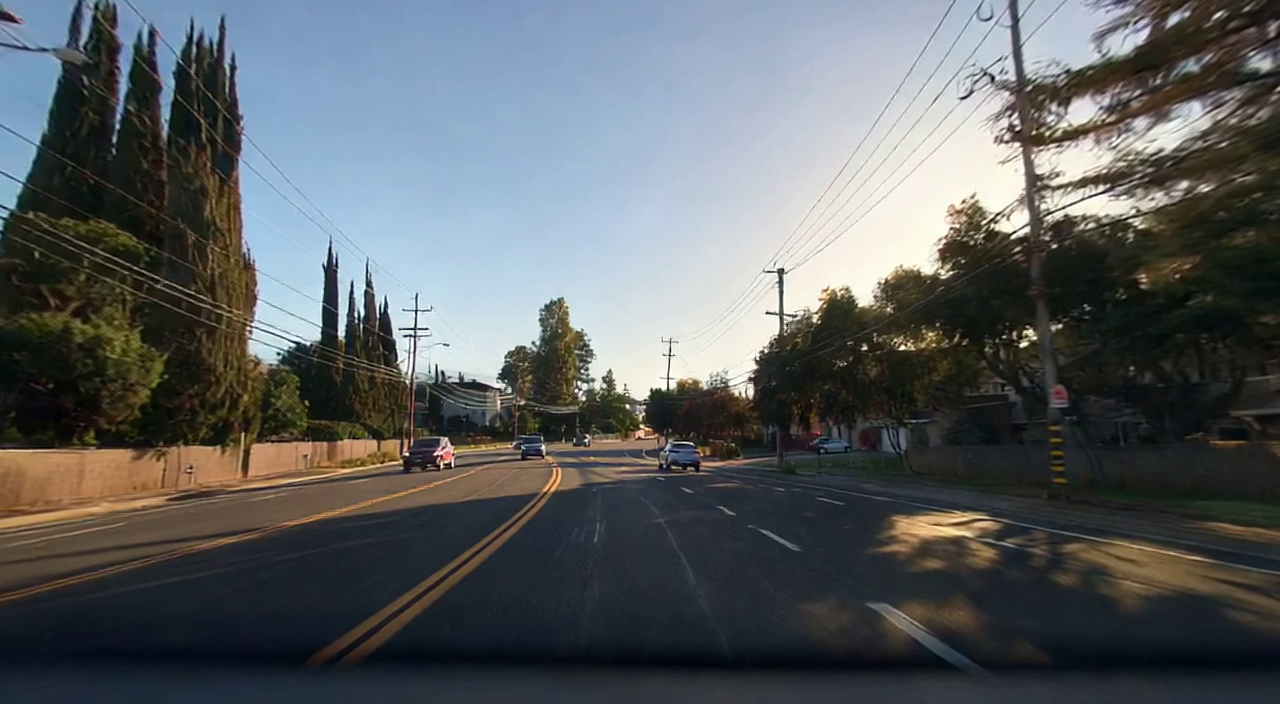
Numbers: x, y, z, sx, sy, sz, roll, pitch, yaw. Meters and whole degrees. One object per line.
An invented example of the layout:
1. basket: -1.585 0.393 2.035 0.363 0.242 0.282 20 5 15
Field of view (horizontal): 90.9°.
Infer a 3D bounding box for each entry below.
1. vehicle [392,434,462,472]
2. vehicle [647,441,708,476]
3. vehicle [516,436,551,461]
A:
1. vehicle: -9.919 4.741 29.760 2.169 1.656 4.378 0 -9 -6
2. vehicle: 1.612 4.844 28.775 1.982 1.451 4.152 1 -9 -7
3. vehicle: -7.860 7.174 46.909 2.205 1.769 4.589 0 -9 -5
